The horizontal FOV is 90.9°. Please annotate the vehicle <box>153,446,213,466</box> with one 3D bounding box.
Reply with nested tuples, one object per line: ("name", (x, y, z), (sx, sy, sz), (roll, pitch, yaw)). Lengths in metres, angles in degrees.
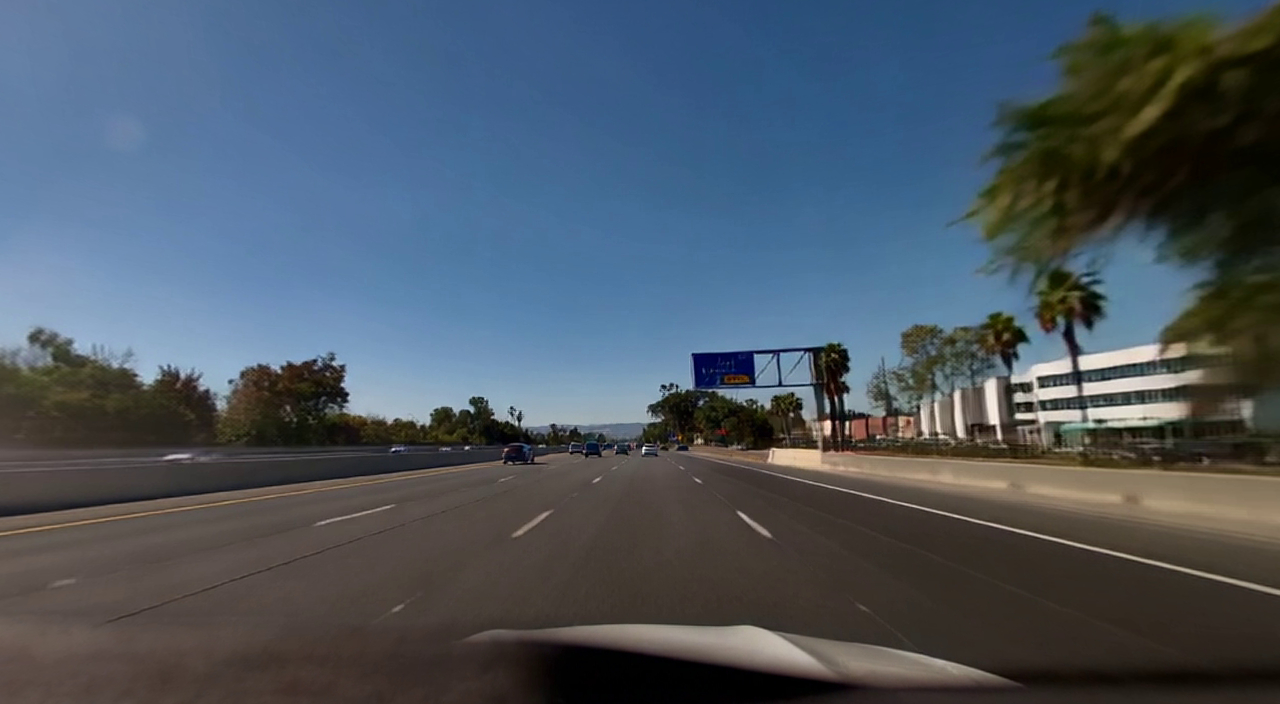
("vehicle", (-35.473, 8.031, 49.014), (1.728, 1.407, 3.919), (-1, -8, 0))
